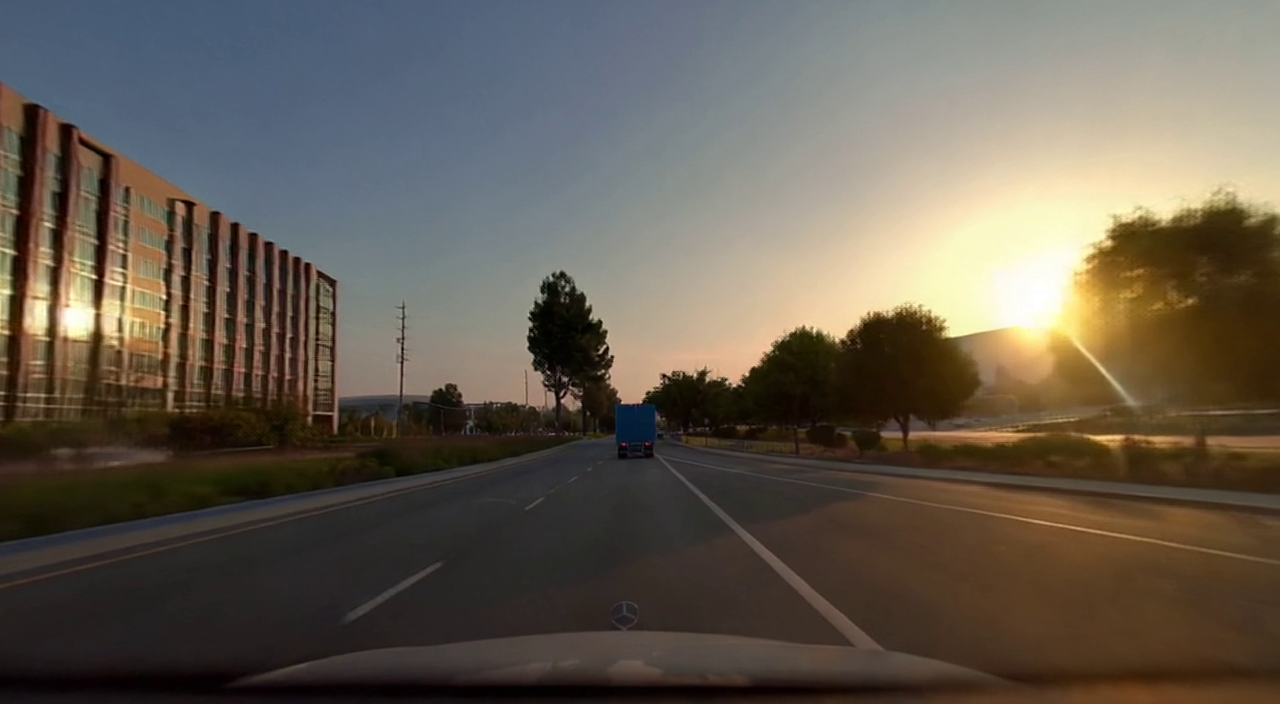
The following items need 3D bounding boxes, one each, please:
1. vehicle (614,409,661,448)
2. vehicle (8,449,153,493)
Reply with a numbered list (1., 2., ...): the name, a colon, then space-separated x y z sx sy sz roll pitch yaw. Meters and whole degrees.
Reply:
1. vehicle: -0.220 4.012 32.464 2.178 1.829 4.932 0 -9 -3
2. vehicle: -20.481 4.338 23.379 1.744 1.467 3.945 0 -9 0
